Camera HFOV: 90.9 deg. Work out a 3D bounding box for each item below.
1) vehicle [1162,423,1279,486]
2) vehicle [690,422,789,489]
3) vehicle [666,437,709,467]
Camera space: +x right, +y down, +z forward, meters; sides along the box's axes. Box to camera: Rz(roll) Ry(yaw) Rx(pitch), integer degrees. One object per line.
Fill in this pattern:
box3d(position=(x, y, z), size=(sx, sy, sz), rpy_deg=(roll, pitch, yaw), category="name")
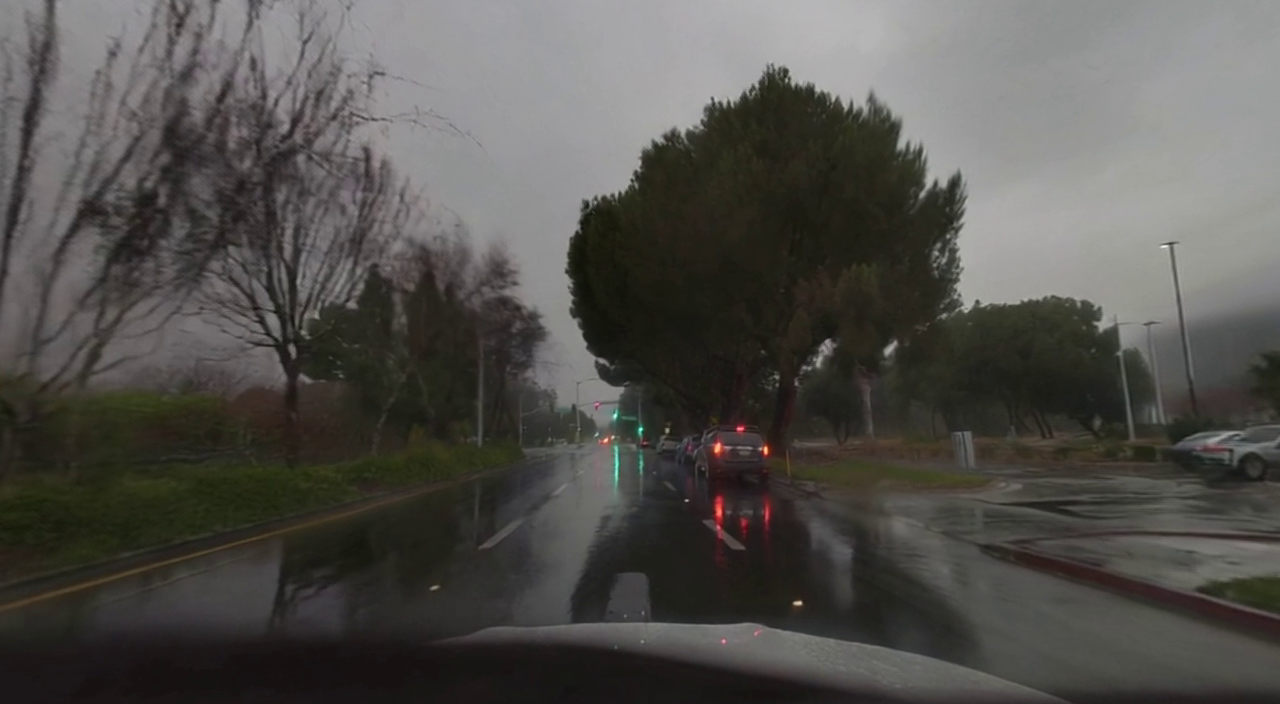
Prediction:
box3d(position=(19.041, 3.134, 19.201), size=(2.068, 1.759, 4.747), rpy_deg=(2, -8, -2), category="vehicle")
box3d(position=(3.063, 3.311, 20.486), size=(2.226, 1.889, 4.543), rpy_deg=(0, -8, -3), category="vehicle")
box3d(position=(2.635, 5.648, 35.797), size=(1.832, 1.538, 4.208), rpy_deg=(0, -8, -4), category="vehicle")
